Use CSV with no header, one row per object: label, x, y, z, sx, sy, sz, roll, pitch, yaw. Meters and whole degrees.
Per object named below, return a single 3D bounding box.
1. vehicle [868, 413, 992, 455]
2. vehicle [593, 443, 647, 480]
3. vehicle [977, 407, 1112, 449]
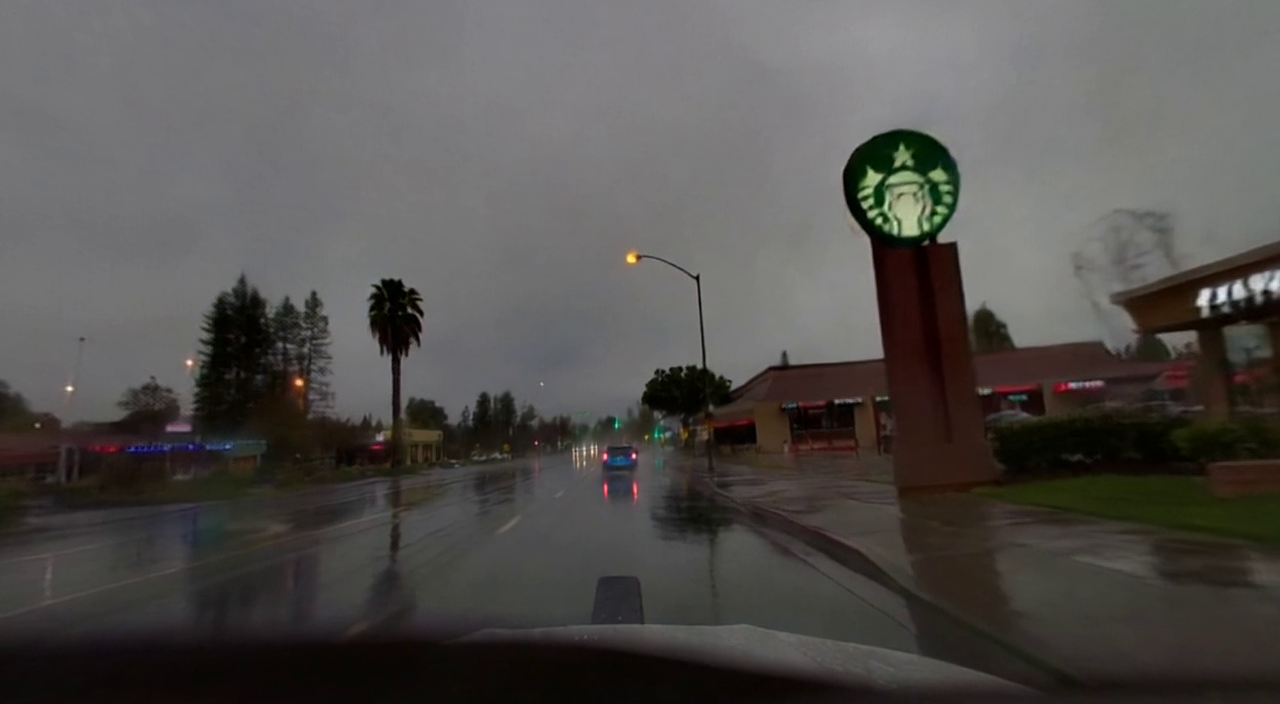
vehicle,12.533,3.659,27.618,1.873,1.657,4.557,5,-11,-30
vehicle,-0.837,4.711,27.530,2.156,1.462,4.495,0,-8,-1
vehicle,17.773,3.433,27.993,1.856,1.665,4.574,5,-10,-32
